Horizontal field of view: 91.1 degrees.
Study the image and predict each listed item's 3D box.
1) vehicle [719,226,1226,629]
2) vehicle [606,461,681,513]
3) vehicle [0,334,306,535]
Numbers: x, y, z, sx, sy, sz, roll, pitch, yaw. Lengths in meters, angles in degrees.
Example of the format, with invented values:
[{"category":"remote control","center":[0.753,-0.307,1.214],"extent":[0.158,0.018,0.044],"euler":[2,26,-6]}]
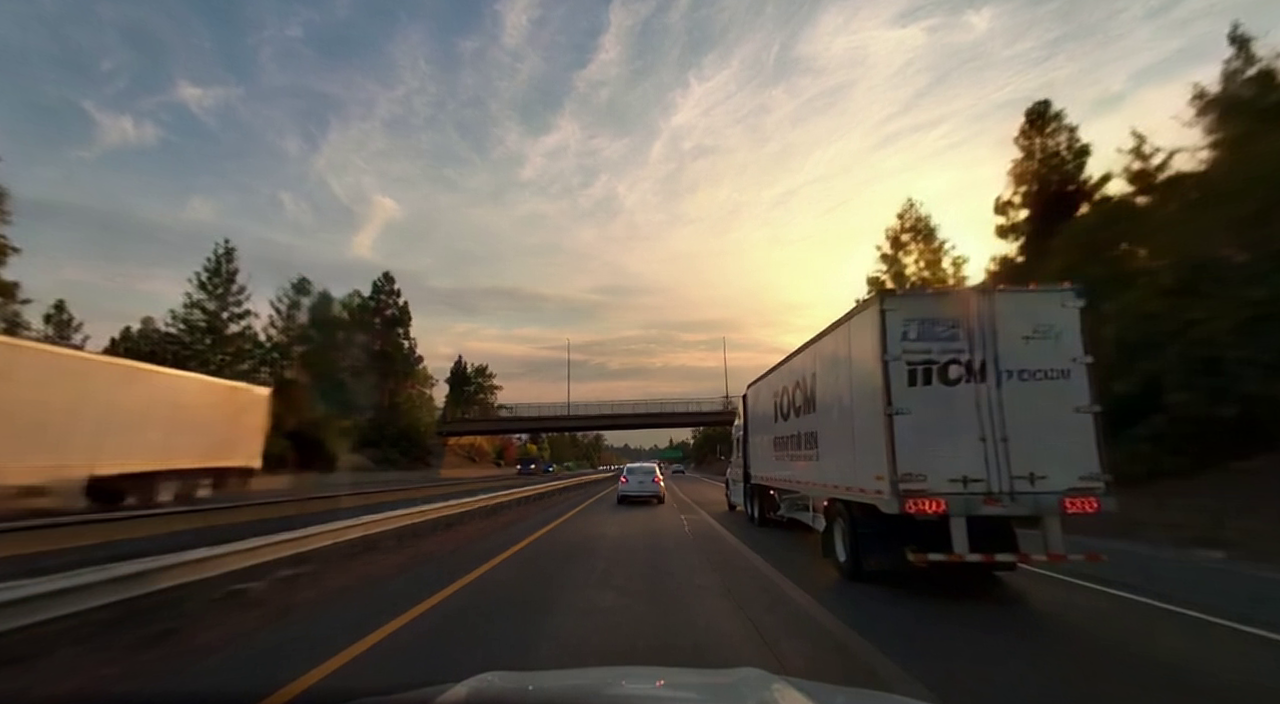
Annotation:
[{"category":"vehicle","center":[4.375,2.182,14.763],"extent":[2.964,4.188,16.587],"euler":[1,-10,0]},{"category":"vehicle","center":[0.116,4.245,20.018],"extent":[2.156,1.444,3.762],"euler":[1,-10,0]},{"category":"vehicle","center":[-13.373,1.829,13.366],"extent":[2.871,3.707,16.908],"euler":[0,-11,2]}]
